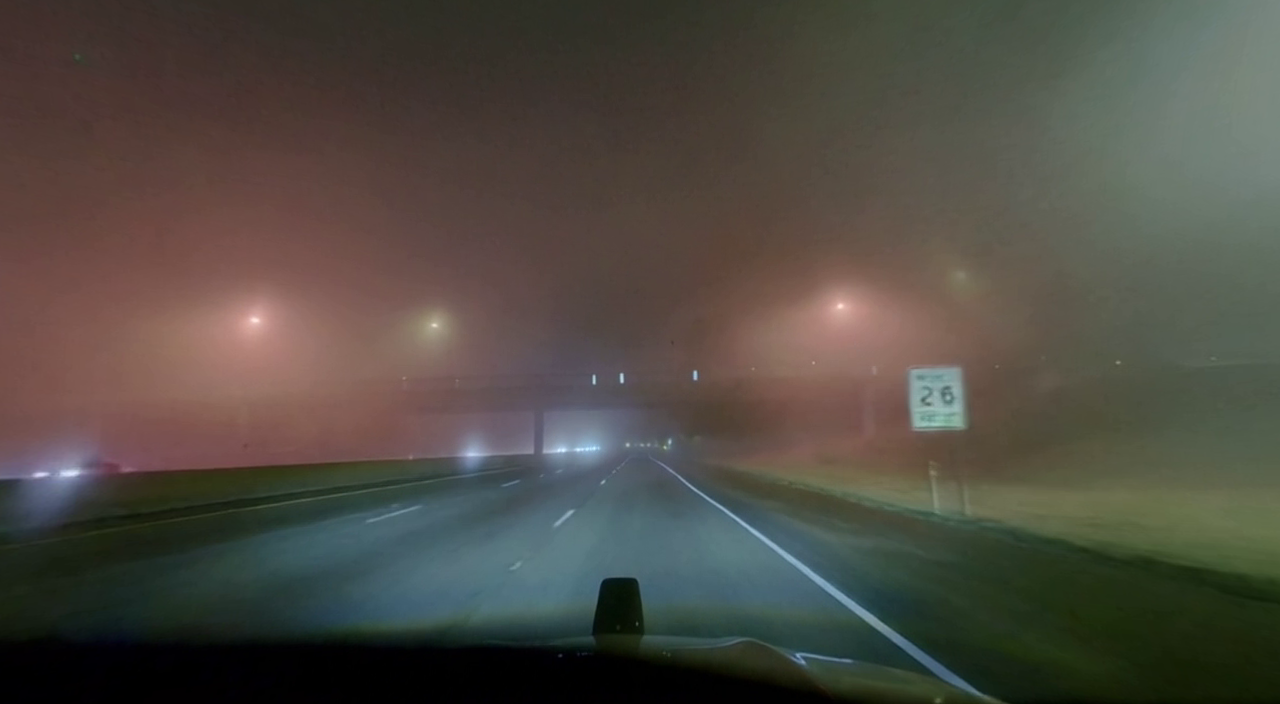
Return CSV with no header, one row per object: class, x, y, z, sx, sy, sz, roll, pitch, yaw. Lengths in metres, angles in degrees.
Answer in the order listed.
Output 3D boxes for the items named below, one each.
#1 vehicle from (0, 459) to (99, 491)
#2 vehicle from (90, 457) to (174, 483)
vehicle,-31.727,6.492,33.518,1.815,1.486,4.395,0,-9,1
vehicle,-35.728,8.271,44.465,1.948,1.676,4.660,0,-9,0
